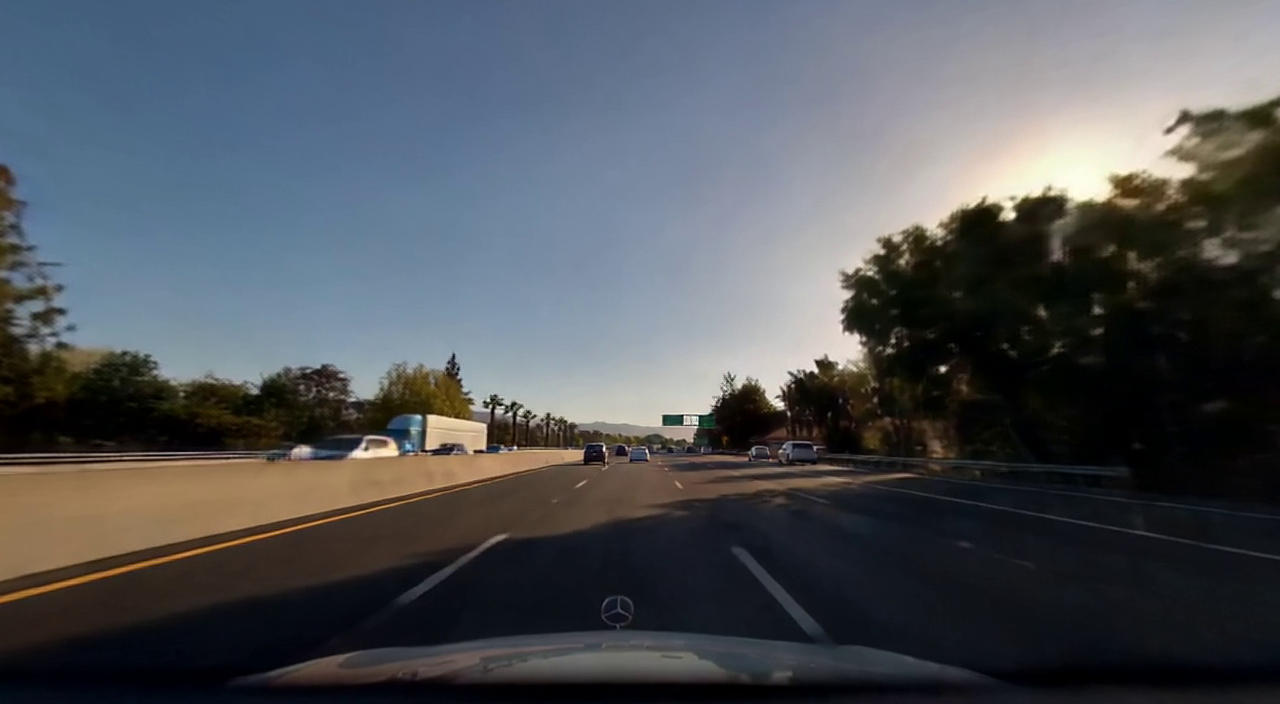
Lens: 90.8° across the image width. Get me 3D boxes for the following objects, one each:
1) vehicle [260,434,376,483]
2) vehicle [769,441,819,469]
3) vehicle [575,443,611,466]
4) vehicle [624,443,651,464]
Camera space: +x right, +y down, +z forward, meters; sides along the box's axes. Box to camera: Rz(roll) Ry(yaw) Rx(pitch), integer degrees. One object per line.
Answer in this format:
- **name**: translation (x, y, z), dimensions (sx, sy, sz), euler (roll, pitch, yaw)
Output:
- **vehicle**: translation (-12.723, 4.230, 25.378), dimensions (2.105, 1.754, 4.678), euler (0, -9, 1)
- **vehicle**: translation (10.008, 6.715, 41.434), dimensions (2.130, 1.703, 4.572), euler (0, -9, 0)
- **vehicle**: translation (-3.307, 7.305, 45.338), dimensions (2.154, 1.530, 4.519), euler (0, -8, 1)
- **vehicle**: translation (-0.164, 7.550, 47.137), dimensions (1.977, 1.513, 3.546), euler (0, -8, 1)
